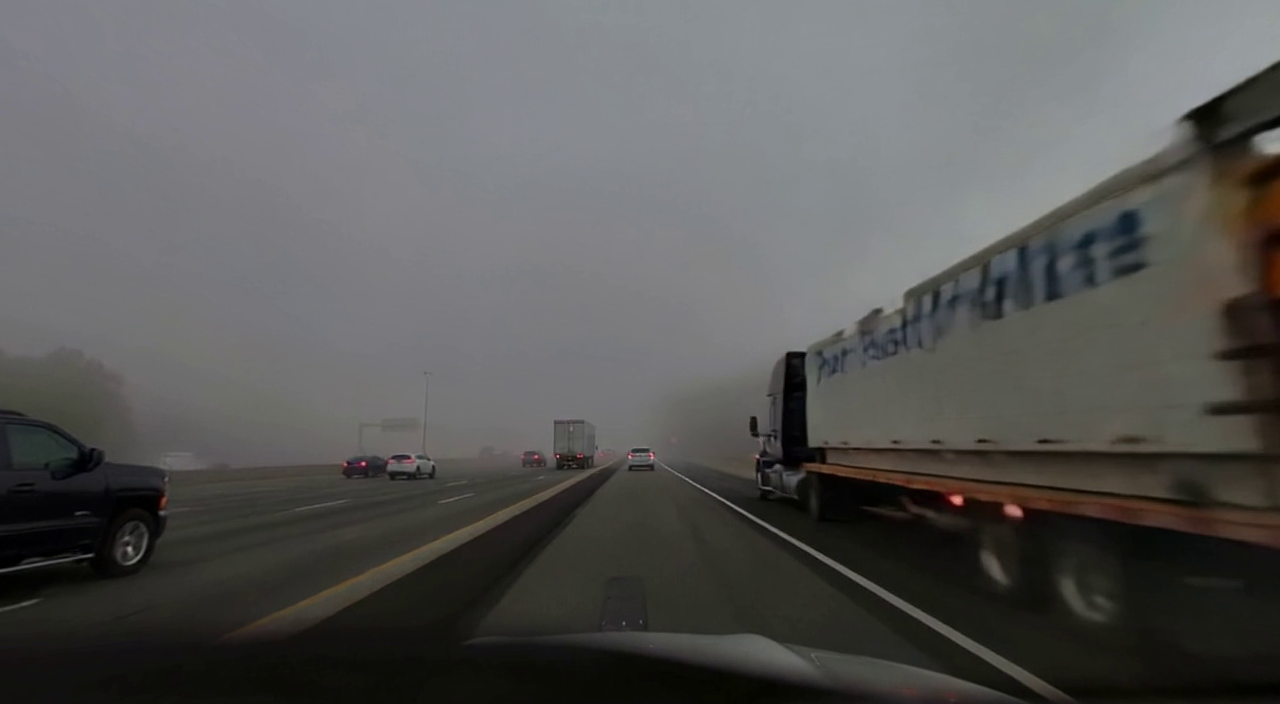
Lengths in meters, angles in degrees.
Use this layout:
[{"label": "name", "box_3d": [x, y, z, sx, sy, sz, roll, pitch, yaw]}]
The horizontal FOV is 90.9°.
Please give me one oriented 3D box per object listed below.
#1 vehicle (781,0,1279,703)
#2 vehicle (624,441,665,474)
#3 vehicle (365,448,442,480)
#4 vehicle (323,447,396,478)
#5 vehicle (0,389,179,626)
[{"label": "vehicle", "box_3d": [4.661, 0.771, 7.901, 2.801, 3.732, 11.836, -4, -9, -1]}, {"label": "vehicle", "box_3d": [0.258, 6.133, 36.979, 2.227, 1.794, 4.646, 0, -8, 1]}, {"label": "vehicle", "box_3d": [-11.967, 5.679, 32.291, 1.928, 1.480, 4.823, 0, -8, 2]}, {"label": "vehicle", "box_3d": [-15.594, 6.149, 35.339, 1.885, 1.591, 4.599, 0, -8, 2]}, {"label": "vehicle", "box_3d": [-6.016, 1.106, 4.262, 2.200, 1.793, 4.586, 0, -8, 2]}]
